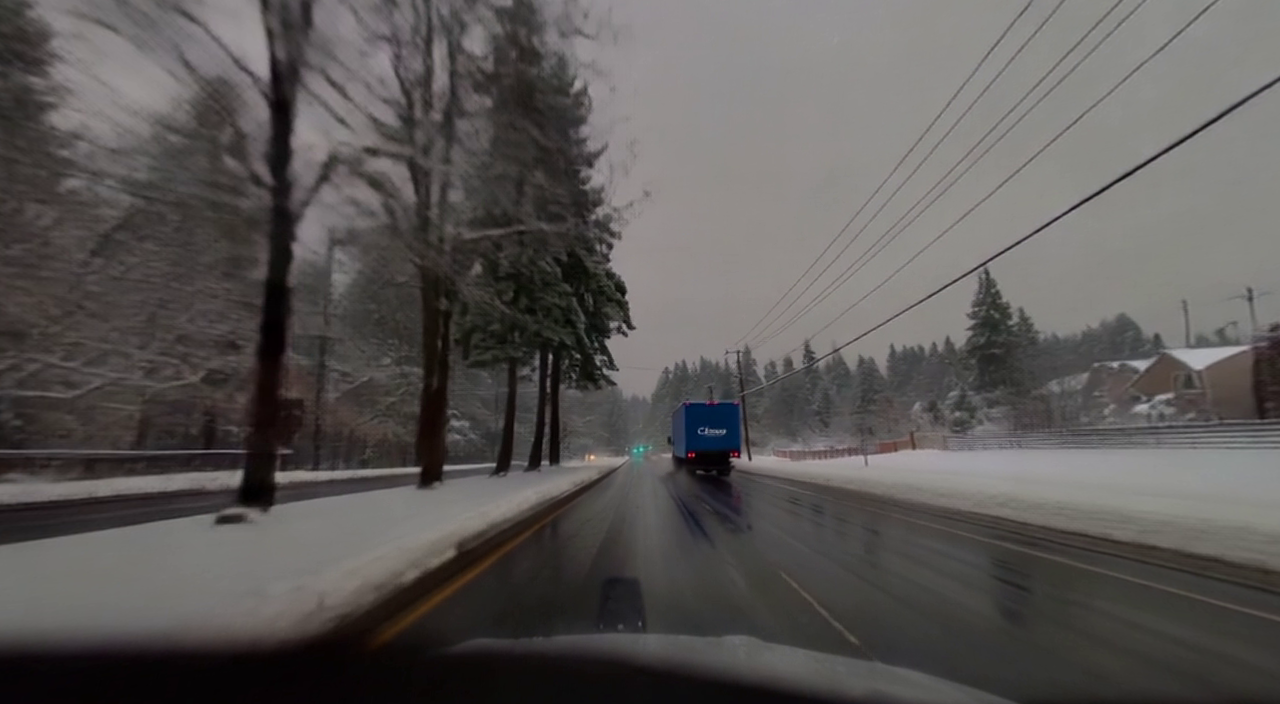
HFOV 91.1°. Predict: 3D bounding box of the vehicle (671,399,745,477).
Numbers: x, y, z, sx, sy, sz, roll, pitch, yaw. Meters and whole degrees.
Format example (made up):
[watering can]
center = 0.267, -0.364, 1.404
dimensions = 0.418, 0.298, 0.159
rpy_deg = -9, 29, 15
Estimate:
[vehicle]
center = 3.632, 4.969, 36.085
dimensions = 2.973, 3.848, 9.336
rpy_deg = 0, -8, -2
